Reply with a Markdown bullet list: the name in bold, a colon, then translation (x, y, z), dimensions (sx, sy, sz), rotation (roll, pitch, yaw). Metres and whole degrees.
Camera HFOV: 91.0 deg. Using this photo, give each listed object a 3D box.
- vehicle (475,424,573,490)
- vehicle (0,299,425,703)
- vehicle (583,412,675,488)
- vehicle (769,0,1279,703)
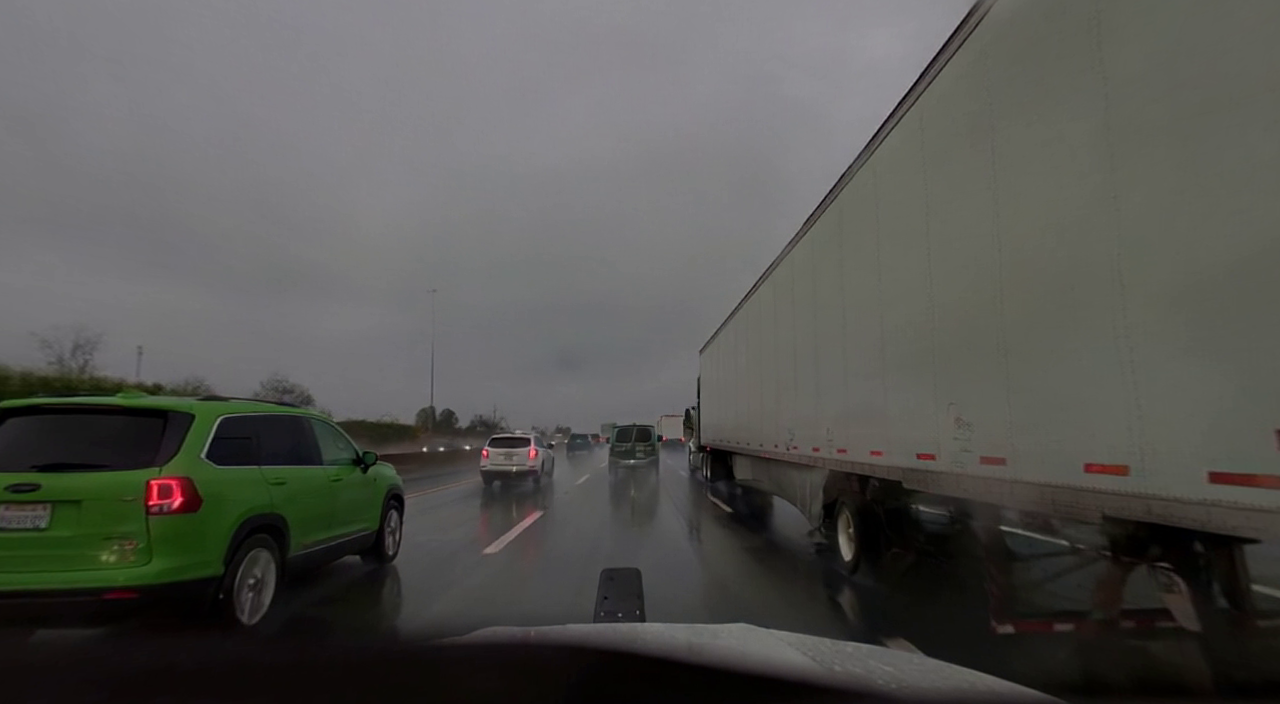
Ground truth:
- **vehicle**: translation (-3.497, 3.277, 19.975), dimensions (2.120, 1.812, 4.659), rotation (0, -8, 1)
- **vehicle**: translation (-3.430, 1.017, 4.286), dimensions (2.193, 1.803, 4.958), rotation (0, -8, 0)
- **vehicle**: translation (-0.343, 3.307, 21.504), dimensions (2.704, 2.216, 5.804), rotation (0, -8, -1)
- **vehicle**: translation (3.661, -0.305, 2.753), dimensions (2.852, 4.121, 16.210), rotation (0, -8, 0)
